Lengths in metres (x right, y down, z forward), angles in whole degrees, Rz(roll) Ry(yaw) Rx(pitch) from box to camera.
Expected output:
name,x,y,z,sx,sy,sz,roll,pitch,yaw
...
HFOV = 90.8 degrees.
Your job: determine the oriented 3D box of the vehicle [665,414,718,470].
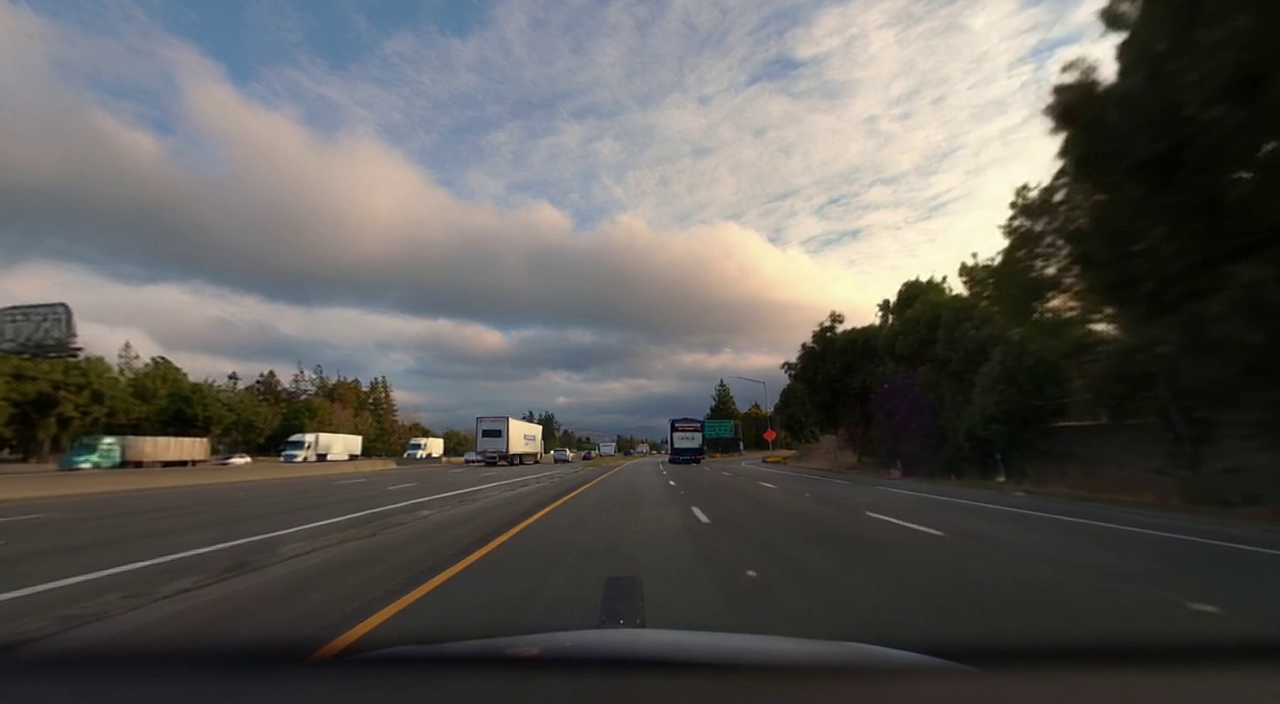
name,x,y,z,sx,sy,sz,roll,pitch,yaw
vehicle,3.653,6.950,48.015,2.928,3.595,13.975,0,-9,0
